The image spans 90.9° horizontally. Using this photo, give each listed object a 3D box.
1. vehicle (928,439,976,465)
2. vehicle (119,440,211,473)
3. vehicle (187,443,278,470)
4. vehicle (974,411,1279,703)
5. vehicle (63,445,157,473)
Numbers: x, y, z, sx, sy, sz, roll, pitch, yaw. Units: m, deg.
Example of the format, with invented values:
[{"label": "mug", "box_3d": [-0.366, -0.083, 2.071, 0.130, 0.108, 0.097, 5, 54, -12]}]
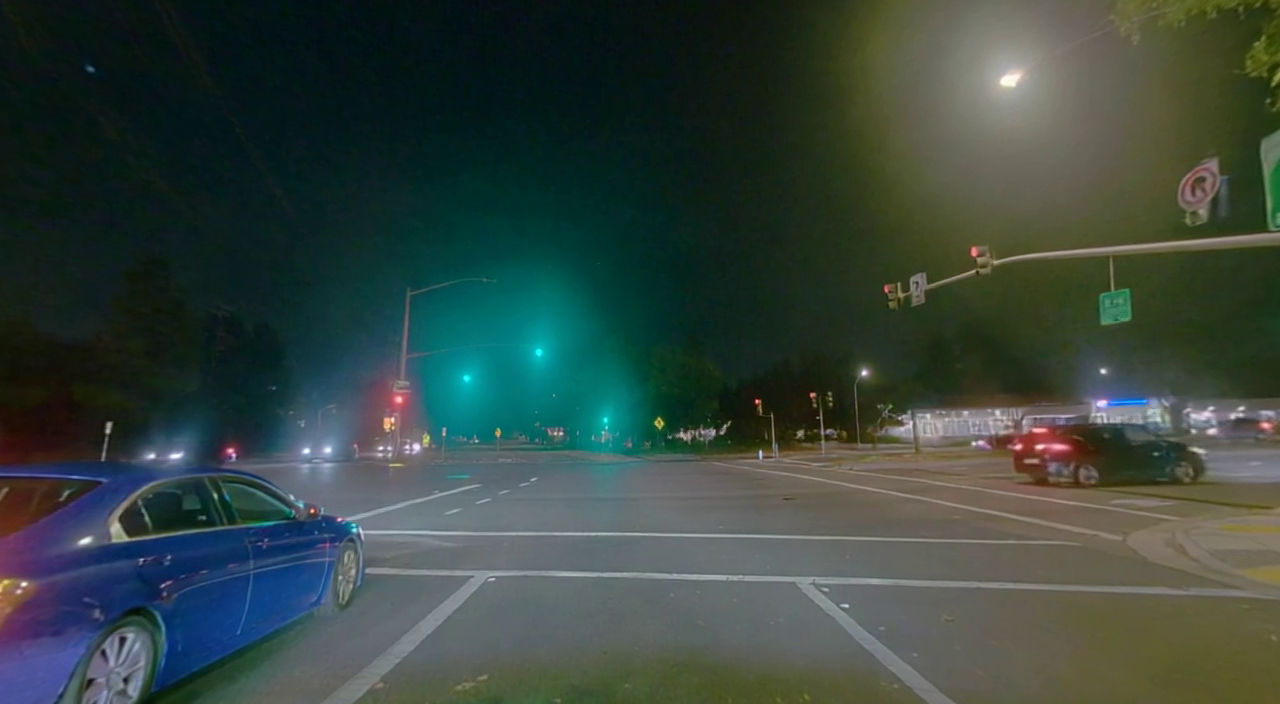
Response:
[{"label": "vehicle", "box_3d": [19.250, 6.142, 39.048, 1.930, 1.492, 4.703, -3, -9, 18]}, {"label": "vehicle", "box_3d": [-27.002, 5.938, 36.057, 1.886, 1.694, 4.420, 0, -8, -2]}, {"label": "vehicle", "box_3d": [-22.978, 5.894, 35.806, 2.206, 1.447, 4.697, 0, -8, -2]}, {"label": "vehicle", "box_3d": [4.112, 1.070, 3.303, 1.940, 1.487, 4.562, 0, -8, -4]}, {"label": "vehicle", "box_3d": [-34.006, 6.856, 40.648, 2.079, 1.681, 4.675, 0, -8, -1]}]
